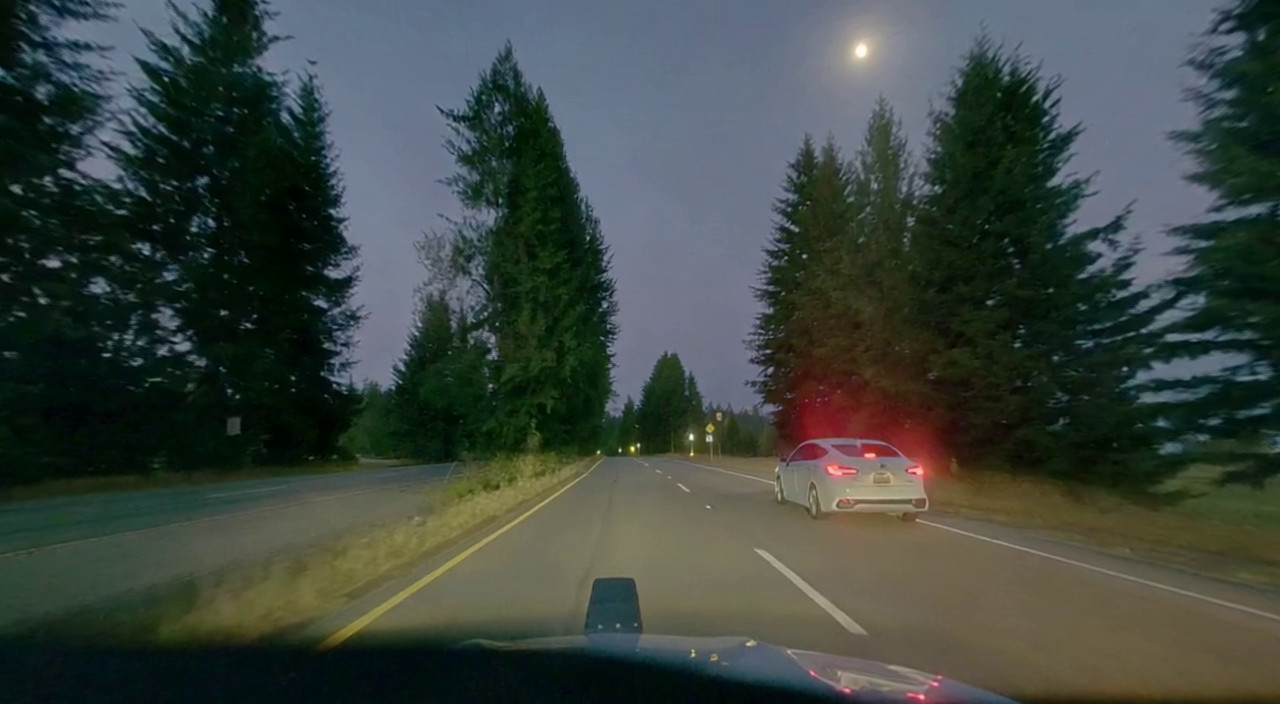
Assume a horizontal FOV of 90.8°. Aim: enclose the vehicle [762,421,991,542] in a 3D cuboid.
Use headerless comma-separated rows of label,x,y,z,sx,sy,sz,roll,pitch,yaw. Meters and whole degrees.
vehicle,3.596,2.069,10.762,2.060,1.584,4.592,0,-9,-1
